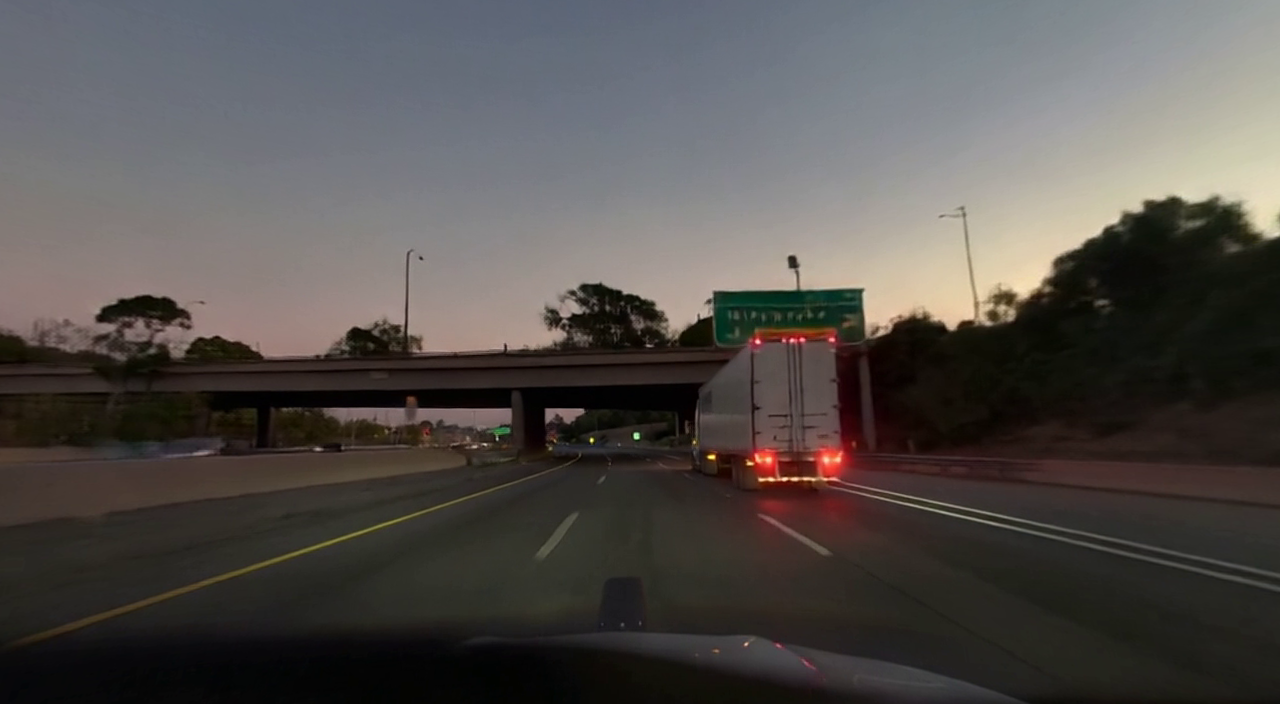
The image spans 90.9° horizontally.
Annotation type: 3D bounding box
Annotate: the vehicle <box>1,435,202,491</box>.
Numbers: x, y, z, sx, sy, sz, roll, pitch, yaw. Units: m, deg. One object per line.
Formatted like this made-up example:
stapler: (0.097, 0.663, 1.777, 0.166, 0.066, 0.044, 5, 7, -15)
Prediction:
vehicle: (-17.342, 3.572, 20.758, 2.313, 1.600, 4.867, 0, -8, 0)

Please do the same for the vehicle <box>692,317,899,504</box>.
vehicle: (4.201, 2.571, 23.252, 2.932, 4.205, 18.253, 0, -8, 0)
